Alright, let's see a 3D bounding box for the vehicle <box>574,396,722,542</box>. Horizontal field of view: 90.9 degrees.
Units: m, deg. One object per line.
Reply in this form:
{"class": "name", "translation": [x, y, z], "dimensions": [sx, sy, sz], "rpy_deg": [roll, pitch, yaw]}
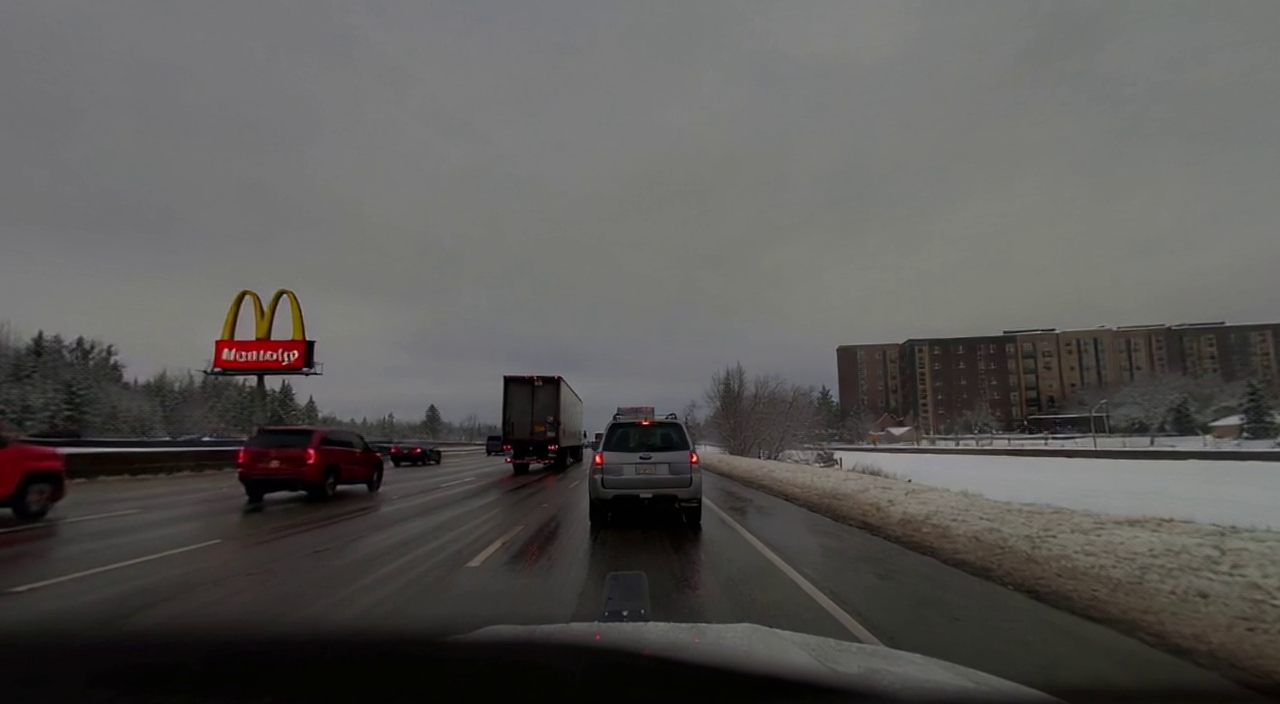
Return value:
{"class": "vehicle", "translation": [0.064, 1.838, 10.394], "dimensions": [1.947, 1.910, 4.040], "rpy_deg": [0, -9, -1]}

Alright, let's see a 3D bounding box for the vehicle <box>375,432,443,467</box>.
{"class": "vehicle", "translation": [-12.103, 5.156, 33.412], "dimensions": [1.915, 1.710, 4.670], "rpy_deg": [0, -9, -2]}

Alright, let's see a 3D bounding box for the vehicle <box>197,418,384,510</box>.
{"class": "vehicle", "translation": [-7.551, 2.461, 14.211], "dimensions": [1.854, 1.740, 4.151], "rpy_deg": [0, -9, -1]}

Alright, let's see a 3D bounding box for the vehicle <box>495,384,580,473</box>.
{"class": "vehicle", "translation": [-4.473, 3.674, 29.376], "dimensions": [2.814, 3.513, 8.529], "rpy_deg": [0, -9, -2]}

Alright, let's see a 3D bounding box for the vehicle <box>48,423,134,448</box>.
{"class": "vehicle", "translation": [-33.419, 5.136, 38.570], "dimensions": [1.500, 1.465, 4.264], "rpy_deg": [0, -9, -2]}
